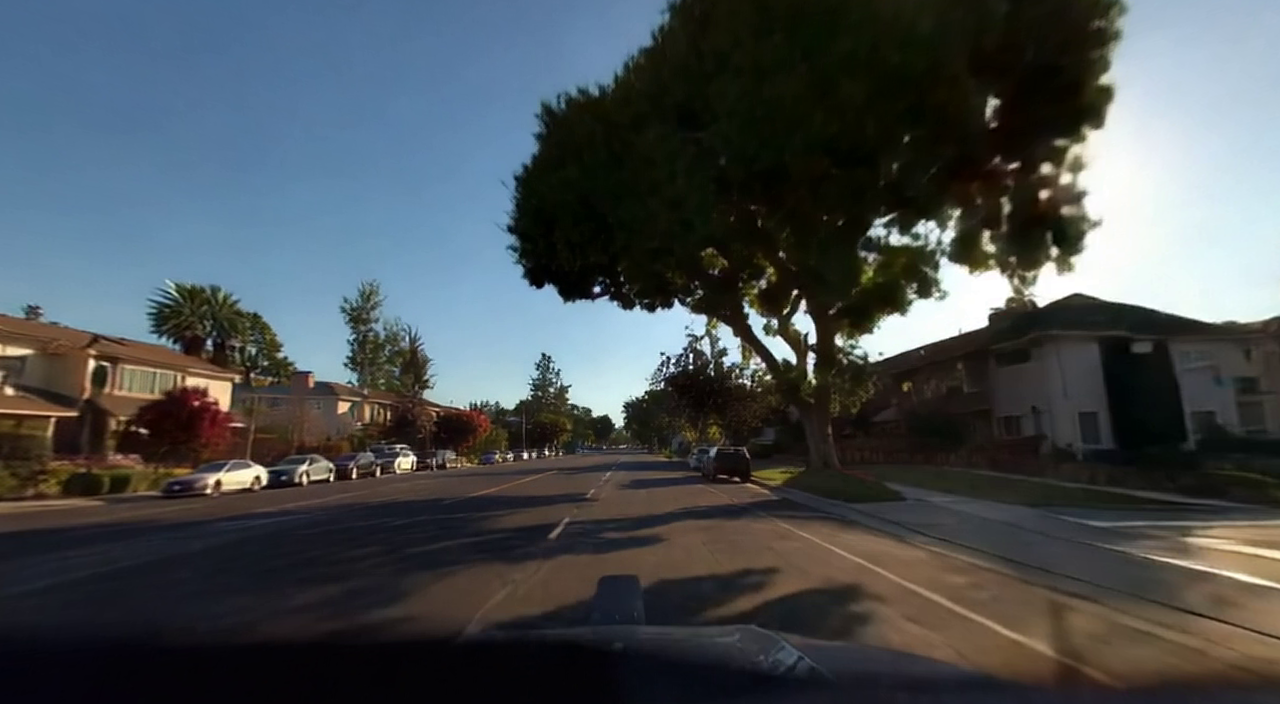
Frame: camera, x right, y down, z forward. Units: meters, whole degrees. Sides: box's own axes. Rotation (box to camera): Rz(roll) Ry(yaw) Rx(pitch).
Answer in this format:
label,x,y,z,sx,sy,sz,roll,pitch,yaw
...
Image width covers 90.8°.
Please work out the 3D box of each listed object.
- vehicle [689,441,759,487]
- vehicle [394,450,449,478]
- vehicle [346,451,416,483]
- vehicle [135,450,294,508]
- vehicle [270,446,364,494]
label,x,y,z,sx,sy,sz,roll,pitch,yaw
vehicle,3.435,4.684,26.833,2.221,1.718,5.192,0,-9,0
vehicle,-13.722,7.045,39.975,1.899,1.474,4.529,-1,-7,-1
vehicle,-13.753,6.095,33.794,1.921,1.498,4.460,0,-7,-1
vehicle,-13.600,4.028,20.595,2.131,1.492,4.310,-1,-7,2
vehicle,-13.693,4.975,27.111,1.844,1.764,4.183,-1,-7,0
